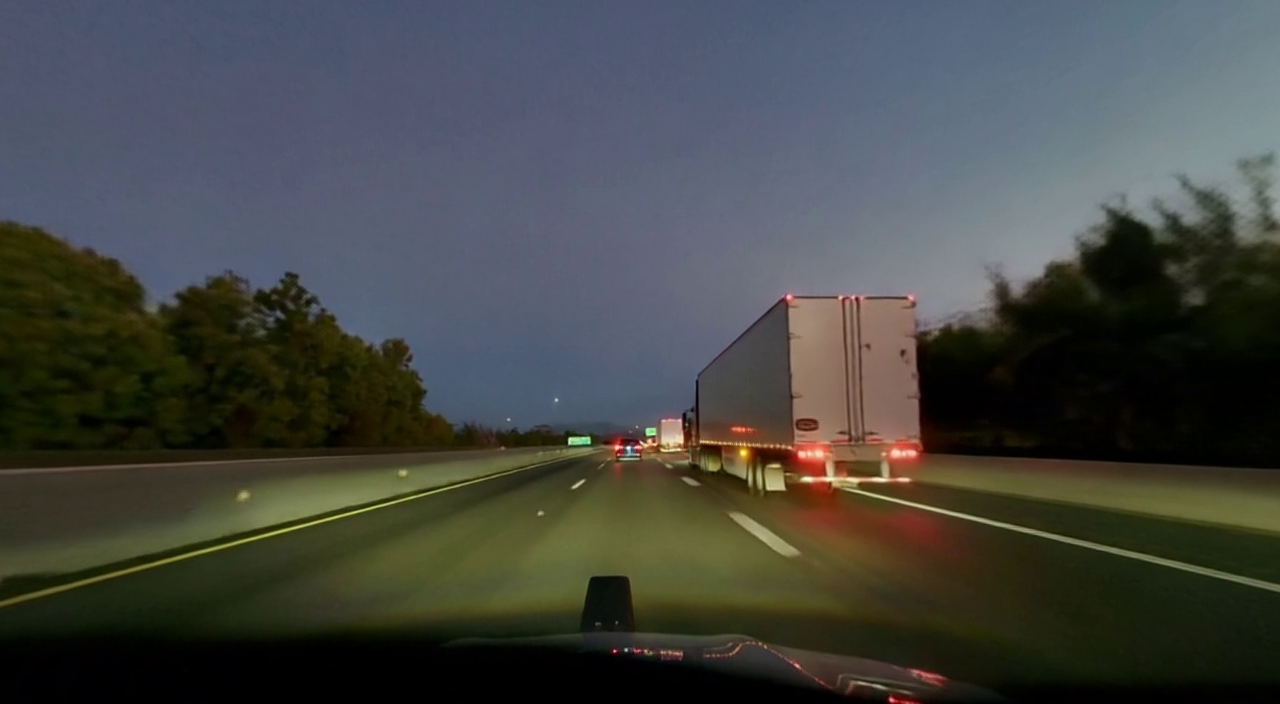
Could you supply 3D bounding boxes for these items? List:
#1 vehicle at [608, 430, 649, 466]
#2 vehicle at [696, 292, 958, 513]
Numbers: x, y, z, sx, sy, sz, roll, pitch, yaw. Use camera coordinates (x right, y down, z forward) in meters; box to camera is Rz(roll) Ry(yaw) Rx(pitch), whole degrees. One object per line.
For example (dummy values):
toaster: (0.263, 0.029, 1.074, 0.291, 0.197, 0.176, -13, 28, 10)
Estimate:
vehicle: (-0.675, 5.496, 36.141, 2.211, 1.933, 4.315, 0, -8, -1)
vehicle: (4.084, 1.912, 18.935, 3.005, 4.121, 14.417, 0, -8, -2)
